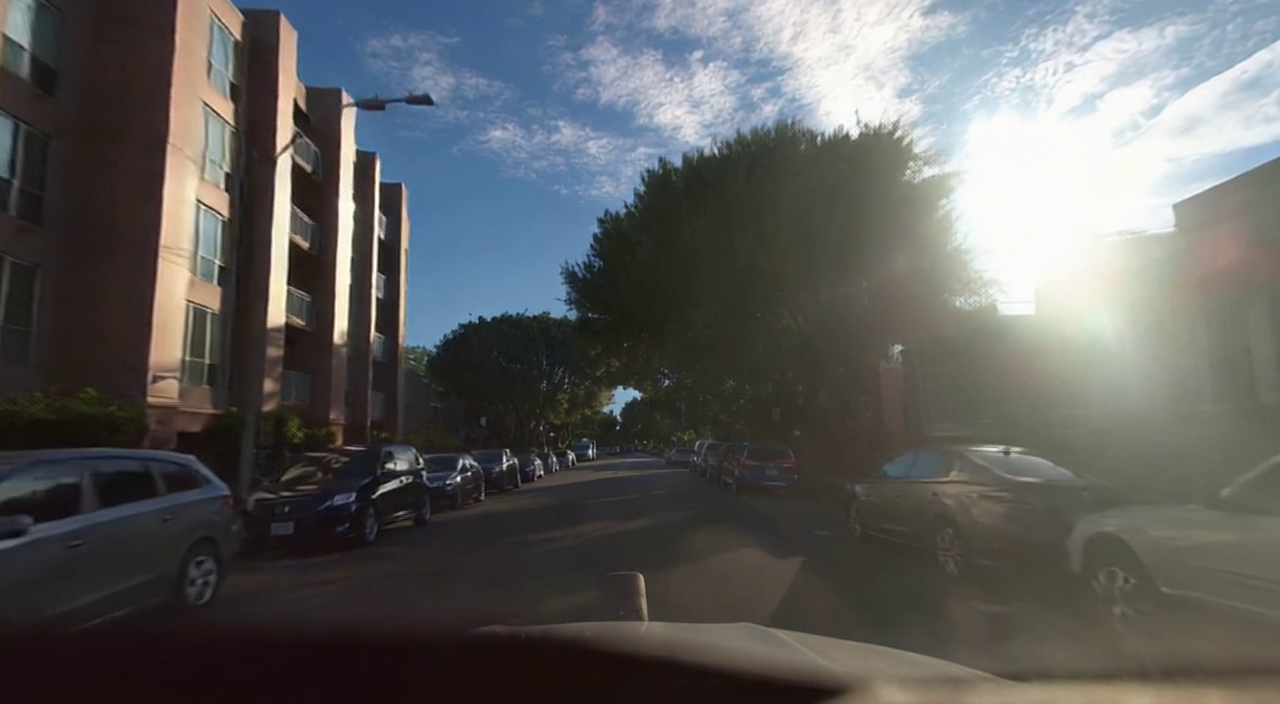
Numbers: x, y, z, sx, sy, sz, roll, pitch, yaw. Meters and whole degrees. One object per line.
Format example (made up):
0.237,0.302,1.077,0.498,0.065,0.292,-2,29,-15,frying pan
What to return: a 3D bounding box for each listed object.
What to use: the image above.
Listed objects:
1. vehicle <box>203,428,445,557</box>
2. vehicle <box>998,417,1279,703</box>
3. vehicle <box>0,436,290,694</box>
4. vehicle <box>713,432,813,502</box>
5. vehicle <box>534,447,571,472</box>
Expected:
-5.024,2.249,10.970,1.922,1.728,4.628,0,-8,-2,vehicle
4.070,1.084,3.064,1.707,1.528,4.812,0,-8,-2,vehicle
-4.901,1.429,4.652,2.049,1.509,4.783,-2,-7,-2,vehicle
3.499,3.371,19.058,1.912,1.781,5.159,0,-8,-1,vehicle
-5.578,6.863,40.581,1.647,1.481,4.433,0,-8,1,vehicle
